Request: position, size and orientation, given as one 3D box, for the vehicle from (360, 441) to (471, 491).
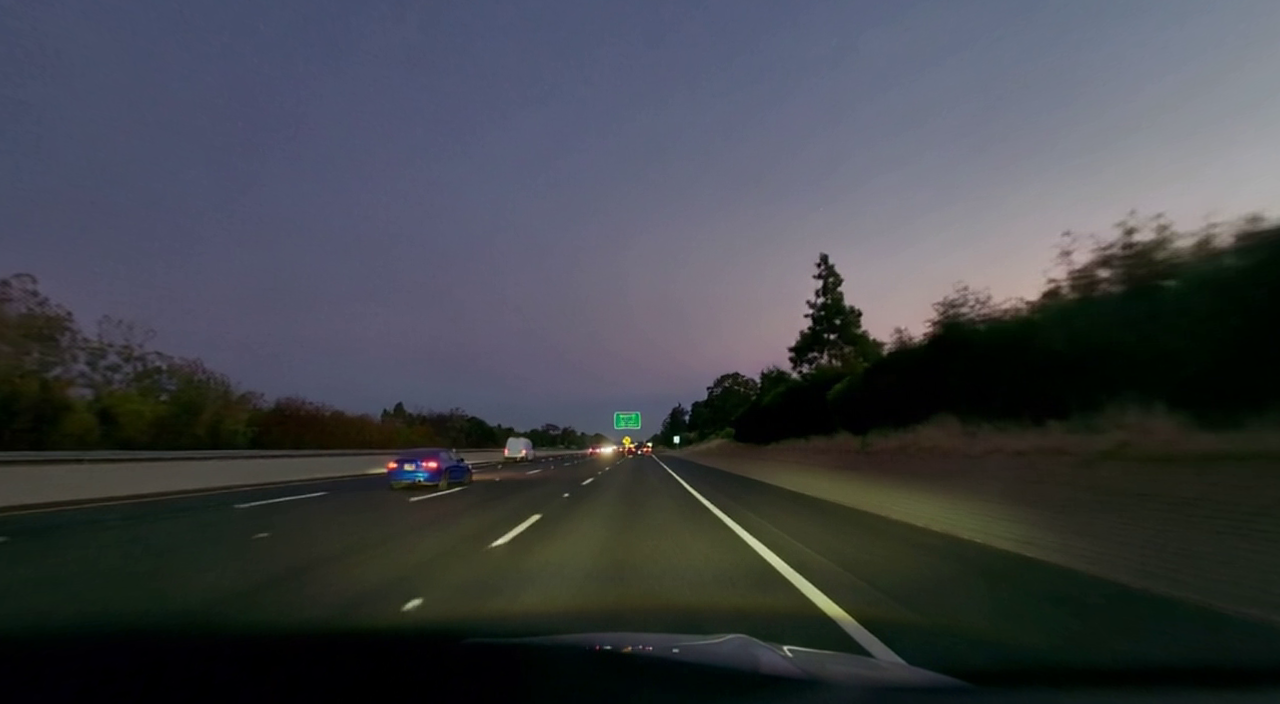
[{"bbox_3d":[-7.397,3.778,21.380,1.981,1.486,4.735,0,-8,1],"label":"vehicle"}]
